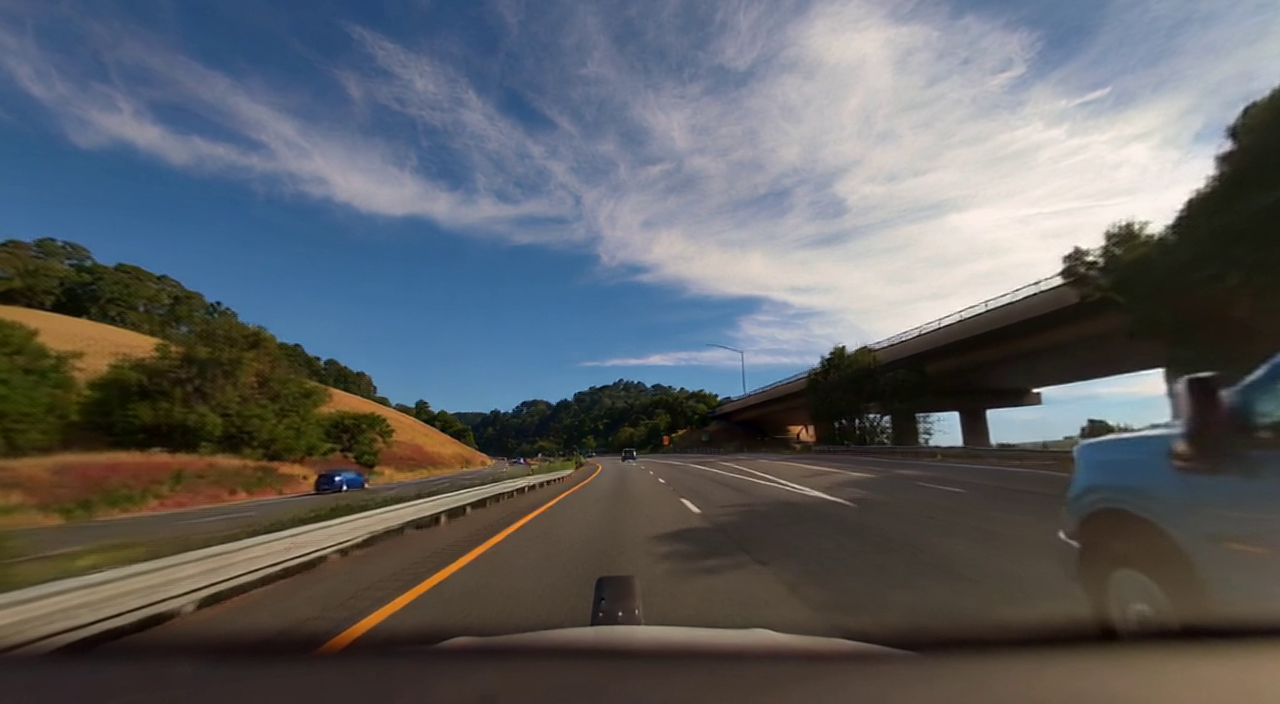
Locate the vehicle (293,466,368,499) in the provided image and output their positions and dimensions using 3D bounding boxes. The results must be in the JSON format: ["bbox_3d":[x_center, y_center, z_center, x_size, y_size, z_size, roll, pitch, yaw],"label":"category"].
[{"bbox_3d":[-22.144,9.337,45.523,2.573,1.976,5.651,-3,-9,-1],"label":"vehicle"}]
